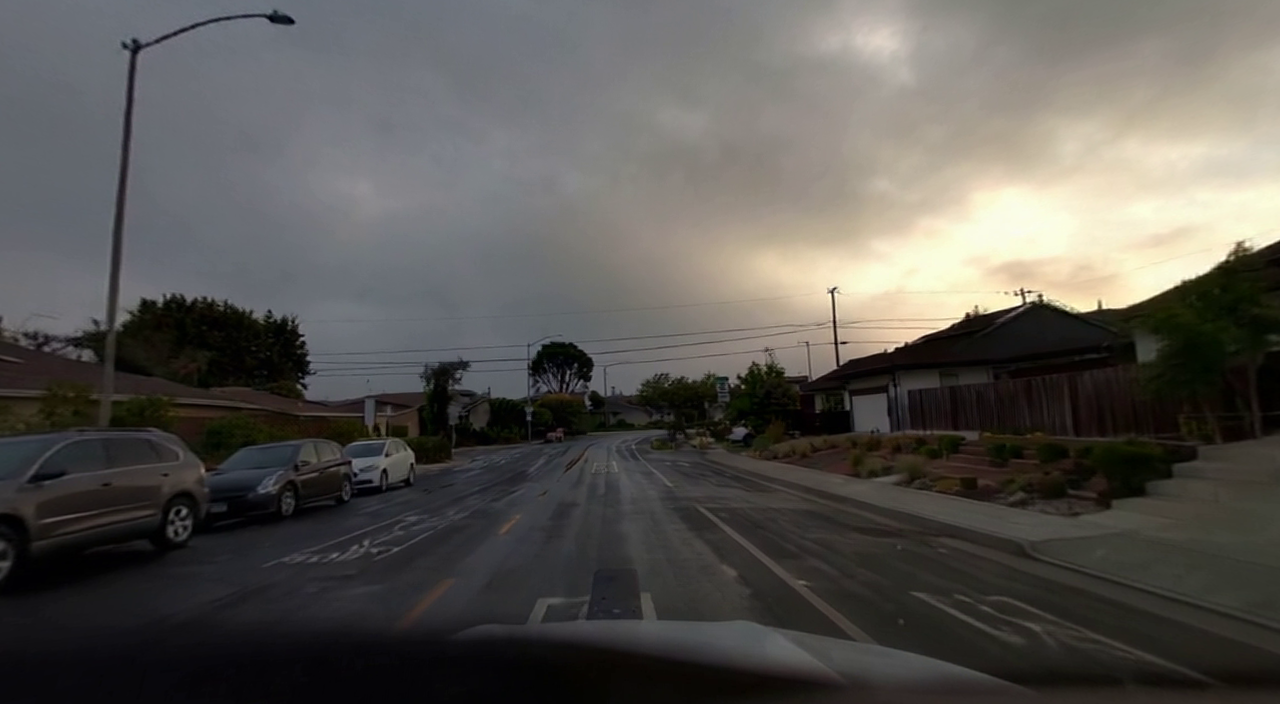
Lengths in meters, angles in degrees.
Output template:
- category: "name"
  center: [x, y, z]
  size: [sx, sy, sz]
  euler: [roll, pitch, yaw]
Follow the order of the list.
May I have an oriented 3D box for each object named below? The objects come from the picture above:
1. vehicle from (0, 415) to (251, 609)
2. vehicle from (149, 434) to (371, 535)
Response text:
- category: "vehicle"
  center: [-6.804, 1.658, 7.242]
  size: [1.865, 1.750, 4.507]
  euler: [0, -8, -2]
- category: "vehicle"
  center: [-6.750, 2.330, 11.773]
  size: [1.777, 1.554, 3.790]
  euler: [0, -8, 0]
